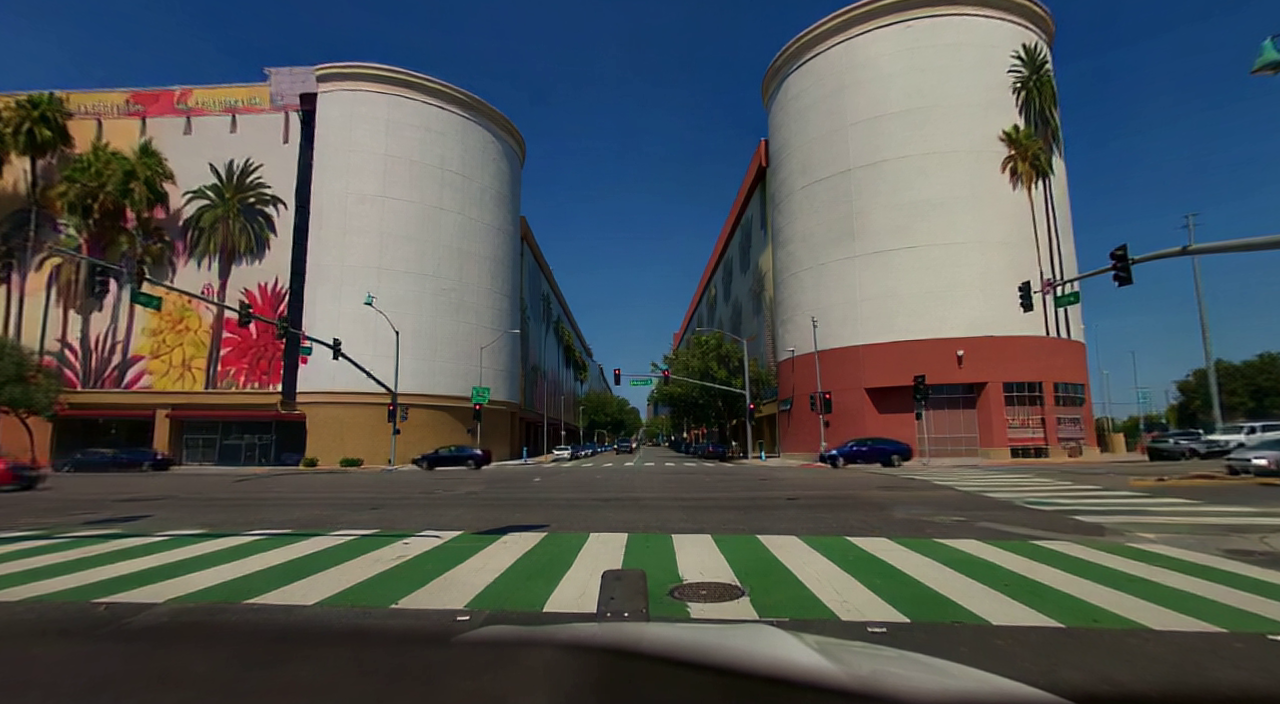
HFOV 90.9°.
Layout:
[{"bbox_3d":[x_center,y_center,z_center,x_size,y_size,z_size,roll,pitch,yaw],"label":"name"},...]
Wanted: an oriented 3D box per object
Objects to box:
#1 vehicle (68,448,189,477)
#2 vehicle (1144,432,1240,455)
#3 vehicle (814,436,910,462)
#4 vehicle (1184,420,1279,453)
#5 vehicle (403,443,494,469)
[{"bbox_3d":[-27.159,5.855,33.578,4.875,1.461,1.777,0,-8,1],"label":"vehicle"},{"bbox_3d":[36.066,6.023,41.243,4.606,1.449,1.687,0,-8,1],"label":"vehicle"},{"bbox_3d":[12.890,5.656,36.716,4.893,1.458,1.791,0,-8,0],"label":"vehicle"},{"bbox_3d":[35.516,4.940,36.758,5.477,1.880,2.125,0,-8,1],"label":"vehicle"},{"bbox_3d":[-11.264,6.141,37.299,4.784,1.465,1.798,0,-8,1],"label":"vehicle"}]
